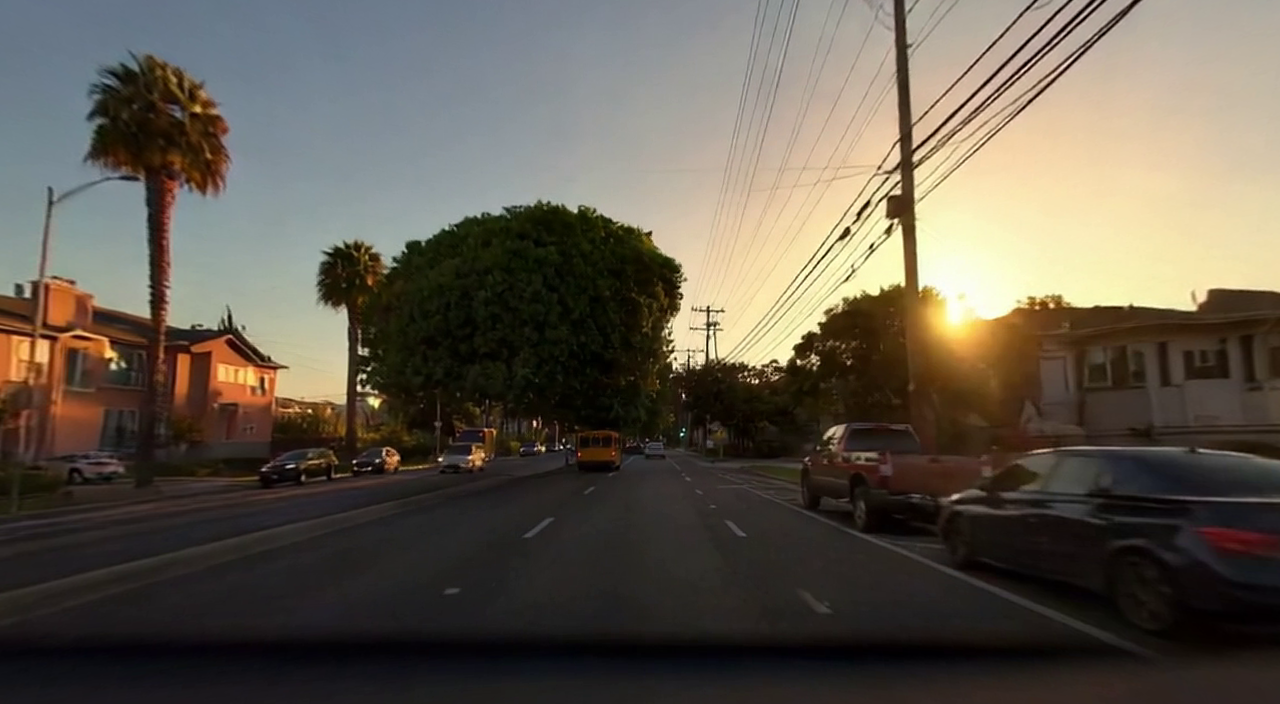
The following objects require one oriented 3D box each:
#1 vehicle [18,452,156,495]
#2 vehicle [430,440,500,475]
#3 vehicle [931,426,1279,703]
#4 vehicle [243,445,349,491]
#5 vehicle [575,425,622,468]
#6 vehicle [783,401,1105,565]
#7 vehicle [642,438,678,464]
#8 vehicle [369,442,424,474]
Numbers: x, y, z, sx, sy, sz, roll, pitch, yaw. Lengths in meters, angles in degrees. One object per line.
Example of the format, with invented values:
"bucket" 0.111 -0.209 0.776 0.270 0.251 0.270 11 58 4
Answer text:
"vehicle" -20.651 4.527 23.633 3.558 1.480 1.670 0 -8 0
"vehicle" -8.530 5.154 31.165 2.096 1.552 4.714 0 -8 0
"vehicle" 4.138 1.298 4.469 1.838 1.458 4.750 0 -8 -1
"vehicle" -15.373 5.153 28.513 1.993 1.639 5.065 -7 -8 -1
"vehicle" -2.084 4.909 32.792 2.168 2.040 4.527 0 -8 0
"vehicle" 4.039 1.859 9.812 2.259 1.825 5.285 0 -8 -1
"vehicle" 1.206 6.025 38.573 2.063 1.495 3.849 0 -8 1
"vehicle" -15.379 6.690 40.039 1.888 1.766 4.127 -5 -8 -1
